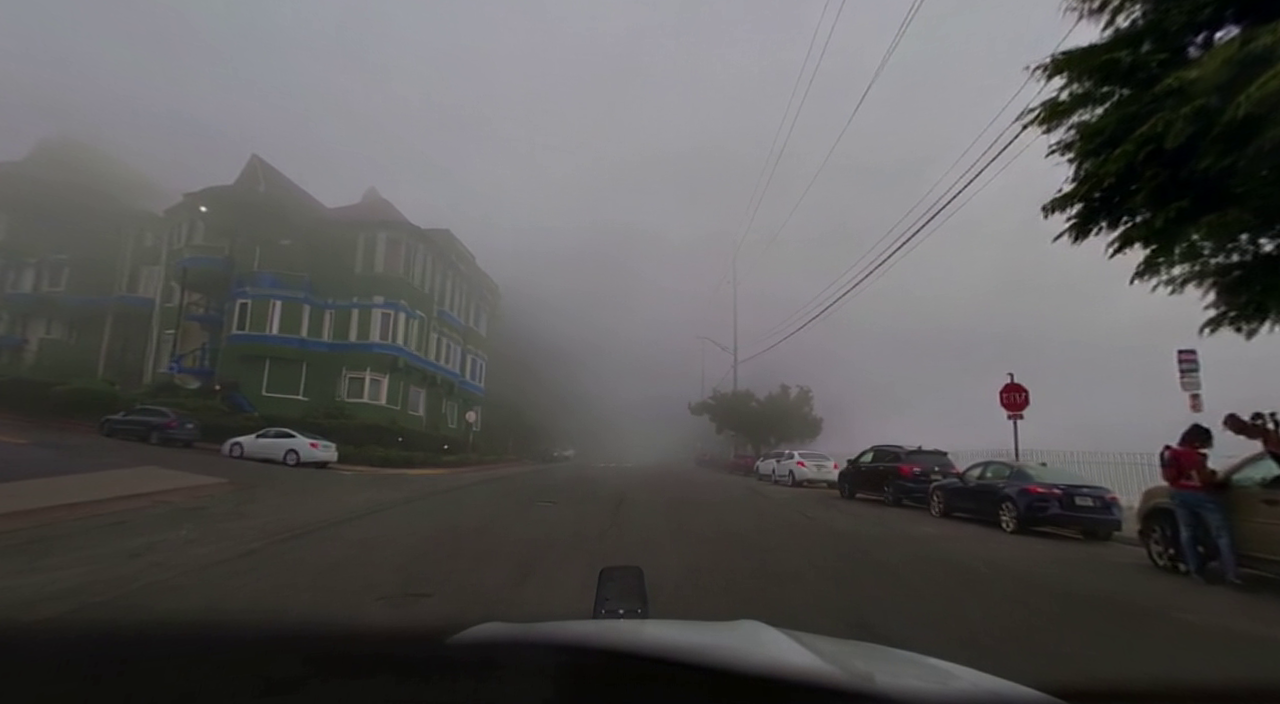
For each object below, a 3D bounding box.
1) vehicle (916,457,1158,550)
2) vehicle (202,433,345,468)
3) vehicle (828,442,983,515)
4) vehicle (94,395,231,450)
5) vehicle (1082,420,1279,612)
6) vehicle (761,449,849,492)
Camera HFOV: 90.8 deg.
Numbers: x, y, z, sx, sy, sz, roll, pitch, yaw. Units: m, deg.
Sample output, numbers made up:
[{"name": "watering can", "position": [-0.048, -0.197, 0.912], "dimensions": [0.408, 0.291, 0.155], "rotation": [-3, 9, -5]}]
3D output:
[{"name": "vehicle", "position": [7.193, 2.743, 12.093], "dimensions": [1.900, 1.368, 4.176], "rotation": [0, -8, 0]}, {"name": "vehicle", "position": [-14.842, 4.022, 25.843], "dimensions": [4.603, 1.335, 1.889], "rotation": [1, -9, -11]}, {"name": "vehicle", "position": [7.069, 3.378, 17.536], "dimensions": [1.917, 1.704, 4.840], "rotation": [0, -8, -4]}, {"name": "vehicle", "position": [-19.967, 2.954, 26.451], "dimensions": [4.598, 1.645, 2.019], "rotation": [5, -7, 17]}, {"name": "vehicle", "position": [7.116, 1.544, 5.949], "dimensions": [2.181, 1.792, 5.066], "rotation": [0, -8, 0]}, {"name": "vehicle", "position": [6.654, 4.806, 26.116], "dimensions": [2.122, 1.554, 4.777], "rotation": [0, -8, -3]}]
